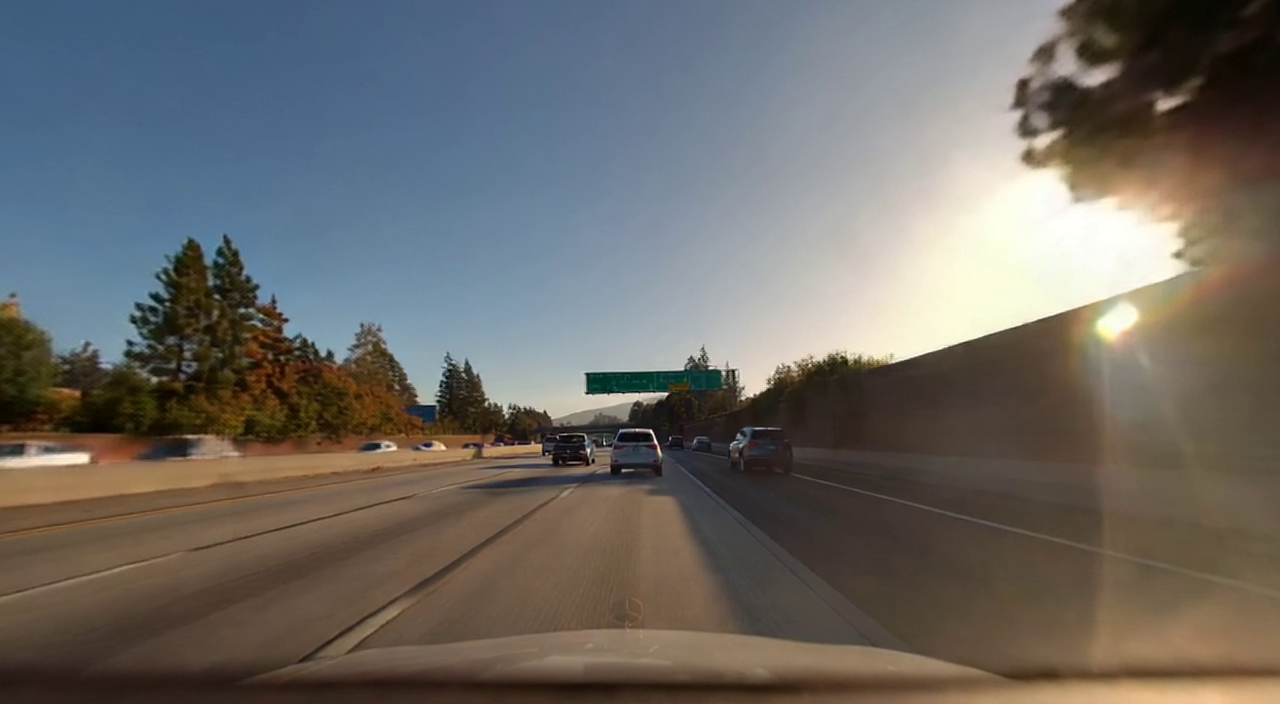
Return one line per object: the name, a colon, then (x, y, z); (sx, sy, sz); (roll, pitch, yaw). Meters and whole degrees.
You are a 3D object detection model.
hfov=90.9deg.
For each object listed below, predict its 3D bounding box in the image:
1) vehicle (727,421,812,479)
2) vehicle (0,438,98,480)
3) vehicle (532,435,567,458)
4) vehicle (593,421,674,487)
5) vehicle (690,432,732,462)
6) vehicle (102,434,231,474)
vehicle: (4.439, 3.456, 22.275); (2.017, 1.847, 4.299); (0, -9, -1)
vehicle: (-29.231, 5.013, 29.802); (2.136, 1.808, 5.688); (0, -9, 0)
vehicle: (-7.017, 7.381, 49.111); (2.024, 1.706, 4.249); (0, -9, 1)
vehicle: (-0.171, 3.124, 19.483); (2.233, 1.804, 4.273); (0, -9, 0)
vehicle: (4.133, 5.605, 37.311); (2.001, 1.651, 3.916); (0, -9, 0)
vehicle: (-21.861, 4.735, 29.462); (2.109, 1.685, 5.009); (0, -9, 1)
